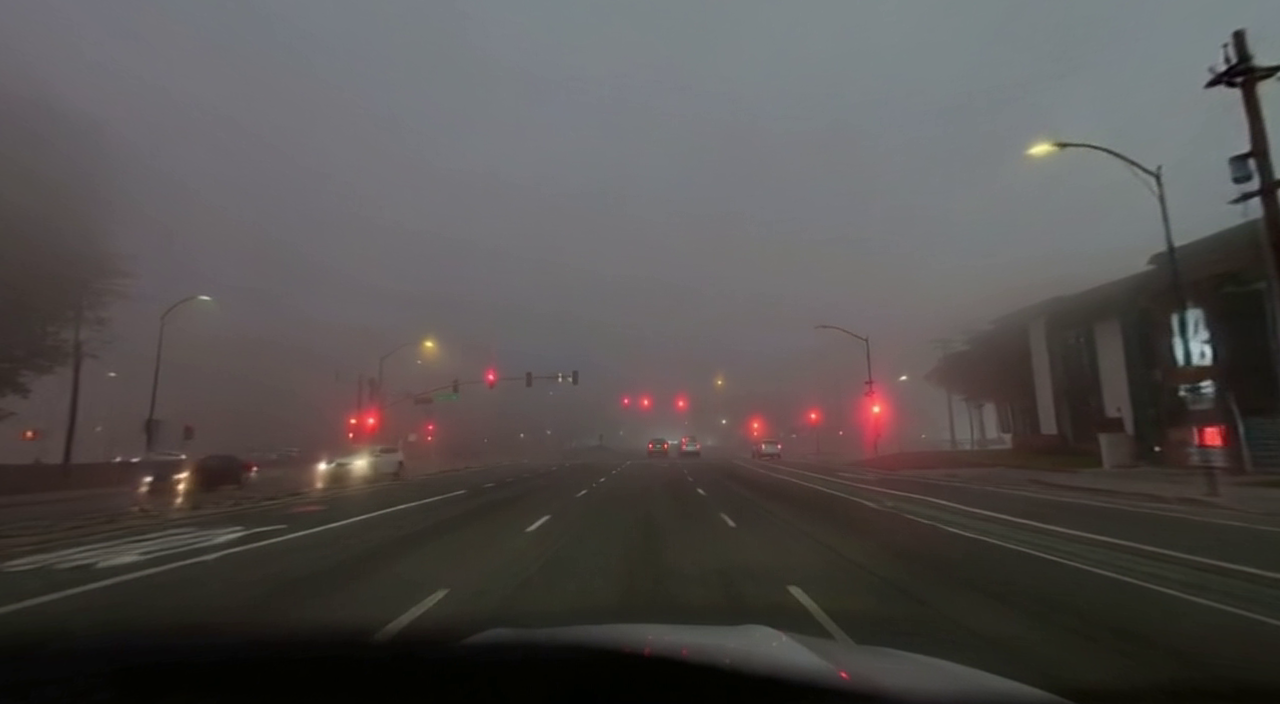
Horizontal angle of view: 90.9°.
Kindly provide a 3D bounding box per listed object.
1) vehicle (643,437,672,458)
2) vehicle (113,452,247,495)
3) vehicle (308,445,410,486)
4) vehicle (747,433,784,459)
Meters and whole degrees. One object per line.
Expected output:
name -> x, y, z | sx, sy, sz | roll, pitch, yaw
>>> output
vehicle -> 1.301, 7.201, 47.445 | 2.099, 1.516, 4.681 | 0, -9, 2
vehicle -> -18.325, 4.834, 25.451 | 1.939, 1.500, 4.547 | 0, -9, 1
vehicle -> -11.200, 4.538, 25.555 | 1.943, 1.463, 4.707 | 0, -9, 1
vehicle -> 9.578, 7.218, 48.484 | 2.132, 1.892, 4.851 | -1, -8, 3
